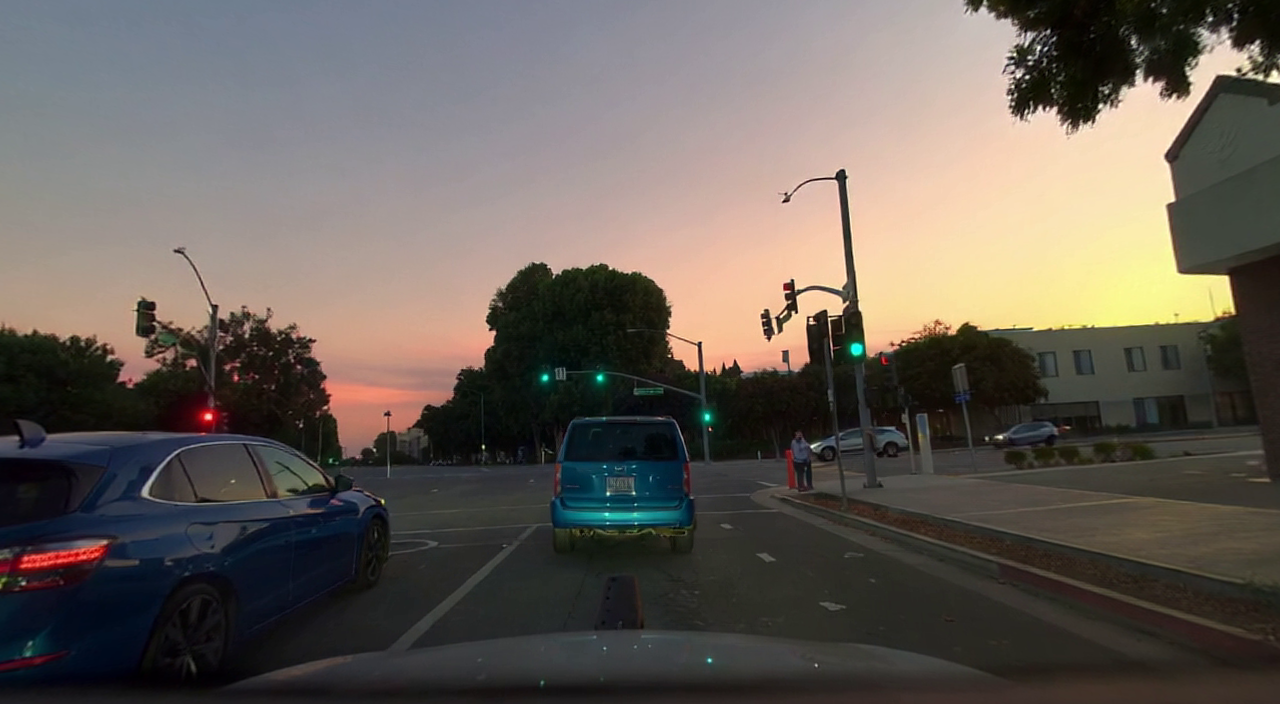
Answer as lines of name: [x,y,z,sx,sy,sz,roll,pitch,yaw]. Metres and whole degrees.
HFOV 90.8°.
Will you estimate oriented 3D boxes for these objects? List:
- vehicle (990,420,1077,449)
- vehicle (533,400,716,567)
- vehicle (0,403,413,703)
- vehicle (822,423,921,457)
vehicle: [21.959,4.645,35.267,3.830,1.545,2.006,3,-9,-19]
vehicle: [-0.181,1.799,9.358,2.059,1.877,4.249,0,-8,0]
vehicle: [-3.380,1.266,4.553,2.011,1.527,4.008,0,-8,-1]
vehicle: [12.829,4.899,35.102,4.872,1.806,2.107,3,-9,-19]
